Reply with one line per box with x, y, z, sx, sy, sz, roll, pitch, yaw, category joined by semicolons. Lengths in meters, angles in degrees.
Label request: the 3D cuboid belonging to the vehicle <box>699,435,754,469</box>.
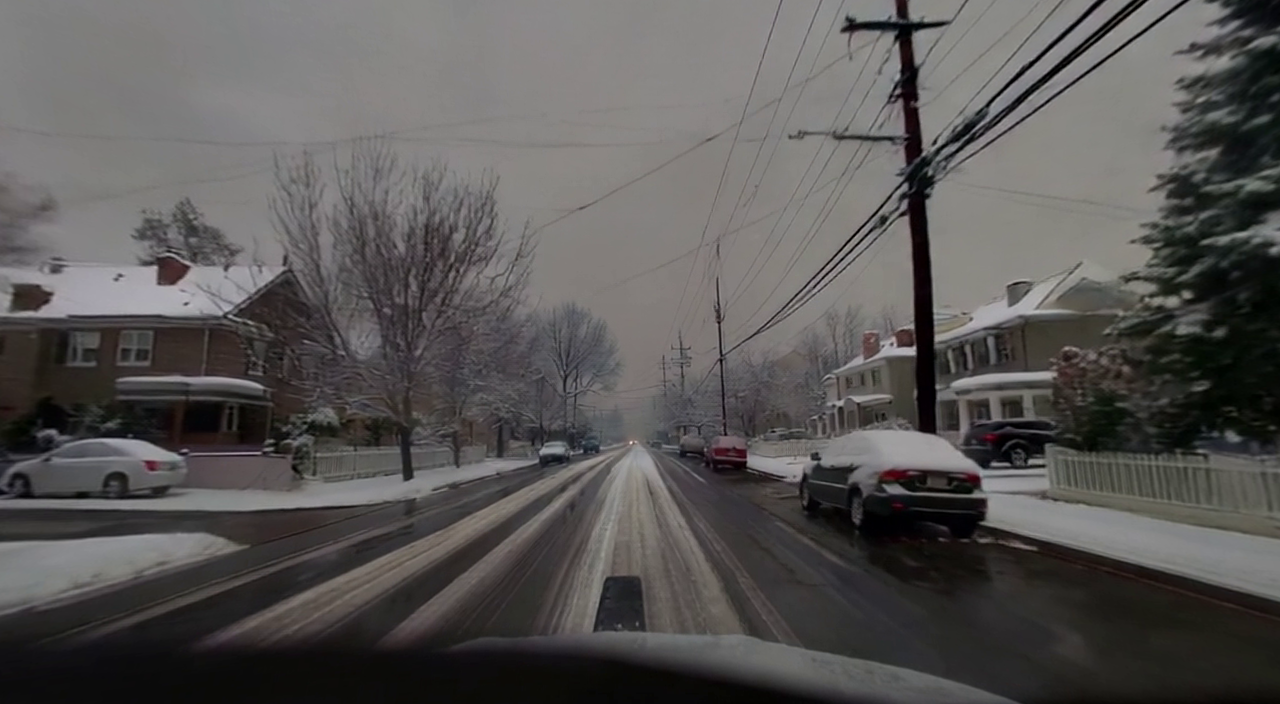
4.218;4.946;31.428;2.020;1.558;3.925;0;-8;-2;vehicle

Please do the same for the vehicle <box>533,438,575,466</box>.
-5.739;6.699;42.659;1.954;1.551;5.128;-3;-7;1;vehicle

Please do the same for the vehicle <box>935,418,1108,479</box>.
12.461;3.137;20.894;4.329;1.863;2.059;-1;-6;1;vehicle

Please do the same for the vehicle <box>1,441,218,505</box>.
-14.621;3.334;17.632;4.245;1.649;1.935;0;-9;0;vehicle

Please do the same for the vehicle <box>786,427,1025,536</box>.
4.209;2.144;11.208;1.936;1.464;5.141;0;-8;-1;vehicle
